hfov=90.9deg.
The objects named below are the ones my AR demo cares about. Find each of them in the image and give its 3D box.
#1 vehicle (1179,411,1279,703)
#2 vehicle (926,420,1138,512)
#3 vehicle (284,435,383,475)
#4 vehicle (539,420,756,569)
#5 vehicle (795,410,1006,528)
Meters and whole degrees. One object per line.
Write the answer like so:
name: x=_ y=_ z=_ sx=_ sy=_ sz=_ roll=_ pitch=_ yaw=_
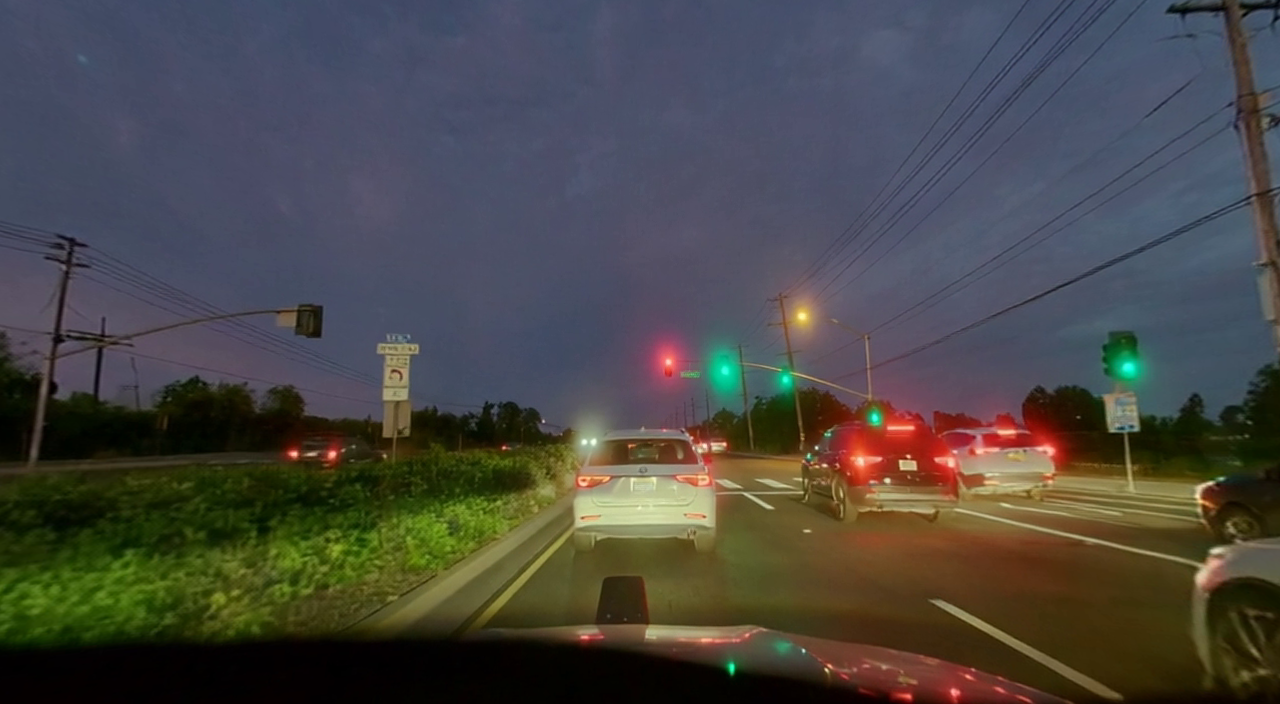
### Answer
vehicle: x=3.505 y=0.679 z=0.592 sx=2.028 sy=1.454 sz=4.531 roll=0 pitch=-8 yaw=1
vehicle: x=8.369 y=2.464 z=14.055 sx=1.993 sy=1.712 sz=4.322 roll=-1 pitch=-8 yaw=2
vehicle: x=-16.565 y=5.608 z=34.500 sx=2.262 sy=1.967 sz=5.814 roll=-1 pitch=-8 yaw=3
vehicle: x=0.092 y=1.787 z=8.685 sx=2.208 sy=1.498 sz=4.401 roll=0 pitch=-8 yaw=1
vehicle: x=4.464 y=2.089 z=11.729 sx=2.140 sy=1.753 sz=4.256 roll=0 pitch=-8 yaw=1
